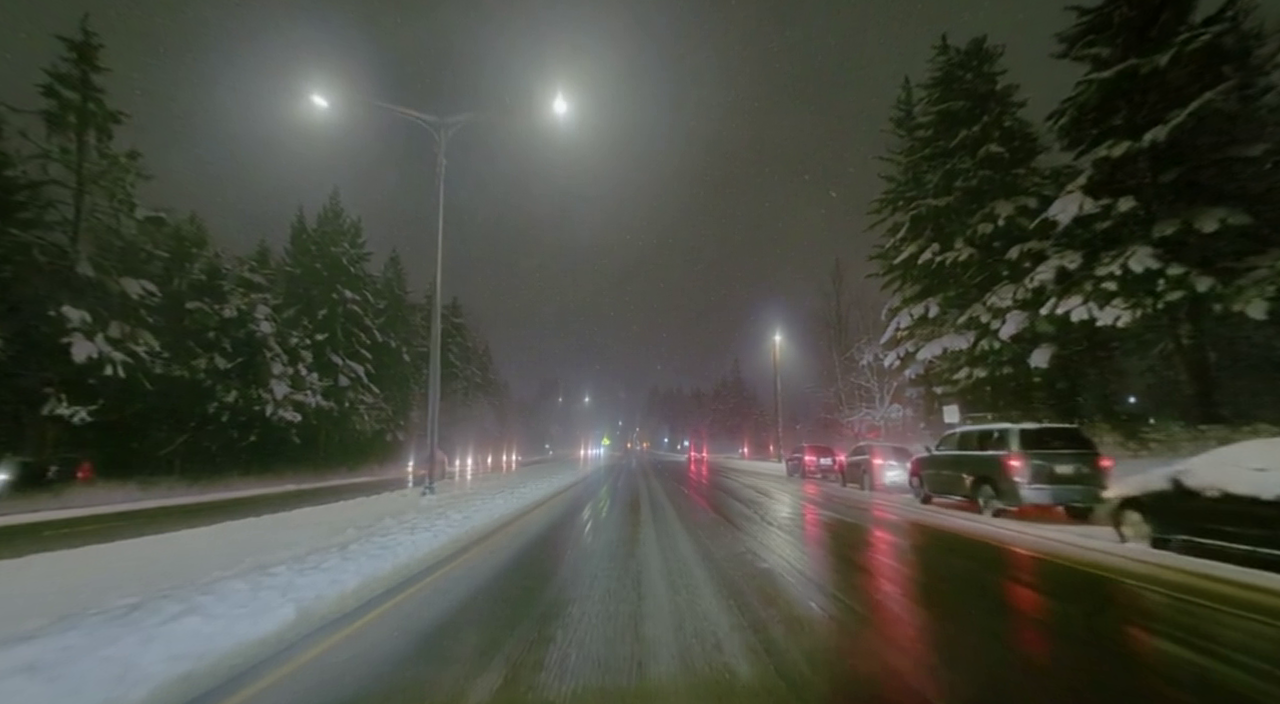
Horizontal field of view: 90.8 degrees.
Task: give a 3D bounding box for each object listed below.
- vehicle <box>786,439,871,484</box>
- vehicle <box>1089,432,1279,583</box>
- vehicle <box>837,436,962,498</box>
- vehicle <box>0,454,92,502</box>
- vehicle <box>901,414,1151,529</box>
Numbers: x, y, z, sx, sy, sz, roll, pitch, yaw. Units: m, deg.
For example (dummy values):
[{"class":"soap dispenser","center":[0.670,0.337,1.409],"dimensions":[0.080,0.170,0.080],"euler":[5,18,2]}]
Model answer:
[{"class":"vehicle","center":[7.197,4.223,24.638],"dimensions":[1.838,1.554,4.607],"euler":[0,-8,-1]},{"class":"vehicle","center":[7.340,1.565,6.448],"dimensions":[1.975,1.479,4.632],"euler":[0,-8,-2]},{"class":"vehicle","center":[7.426,3.317,18.608],"dimensions":[1.773,1.575,4.168],"euler":[0,-8,-2]},{"class":"vehicle","center":[-27.688,5.568,28.245],"dimensions":[2.180,1.915,5.140],"euler":[1,-9,-7]},{"class":"vehicle","center":[7.371,2.319,12.838],"dimensions":[1.998,1.873,4.659],"euler":[0,-8,-1]}]
